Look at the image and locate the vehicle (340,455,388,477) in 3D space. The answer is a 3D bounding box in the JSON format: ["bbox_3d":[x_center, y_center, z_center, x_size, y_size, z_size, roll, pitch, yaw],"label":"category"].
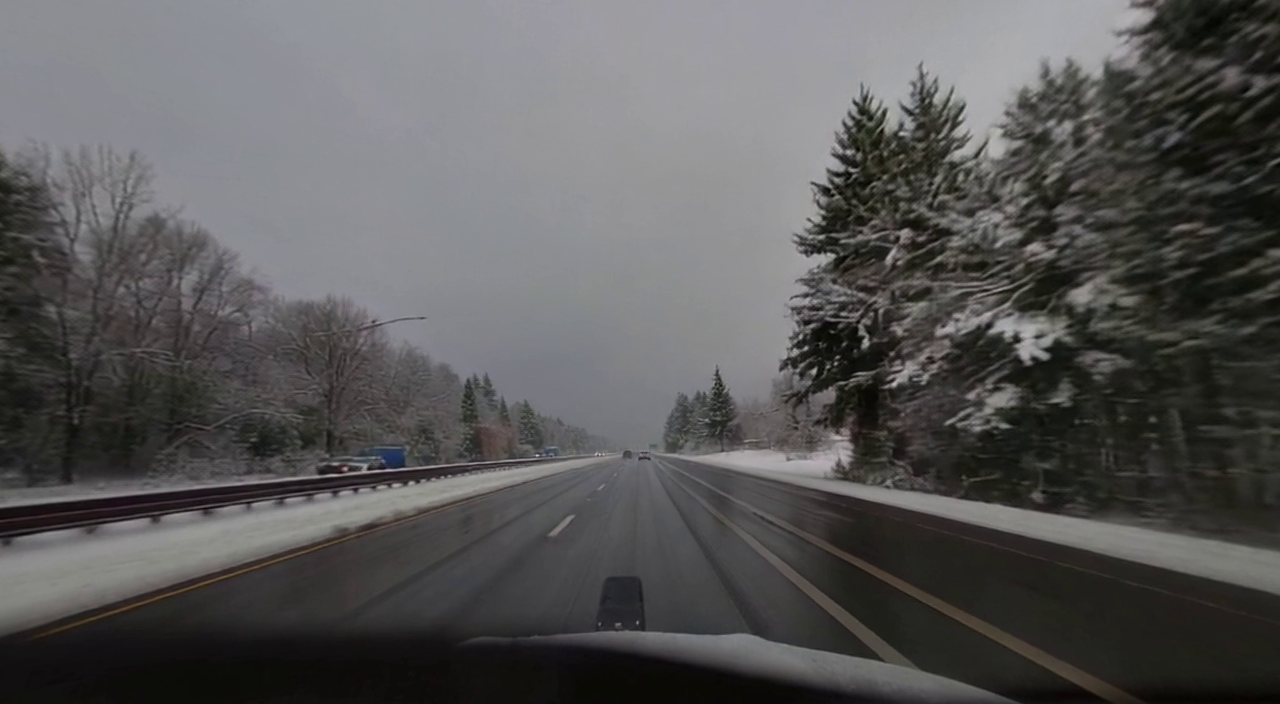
[{"bbox_3d":[-19.696,8.146,45.229,1.728,1.495,3.757,0,-9,0],"label":"vehicle"}]
